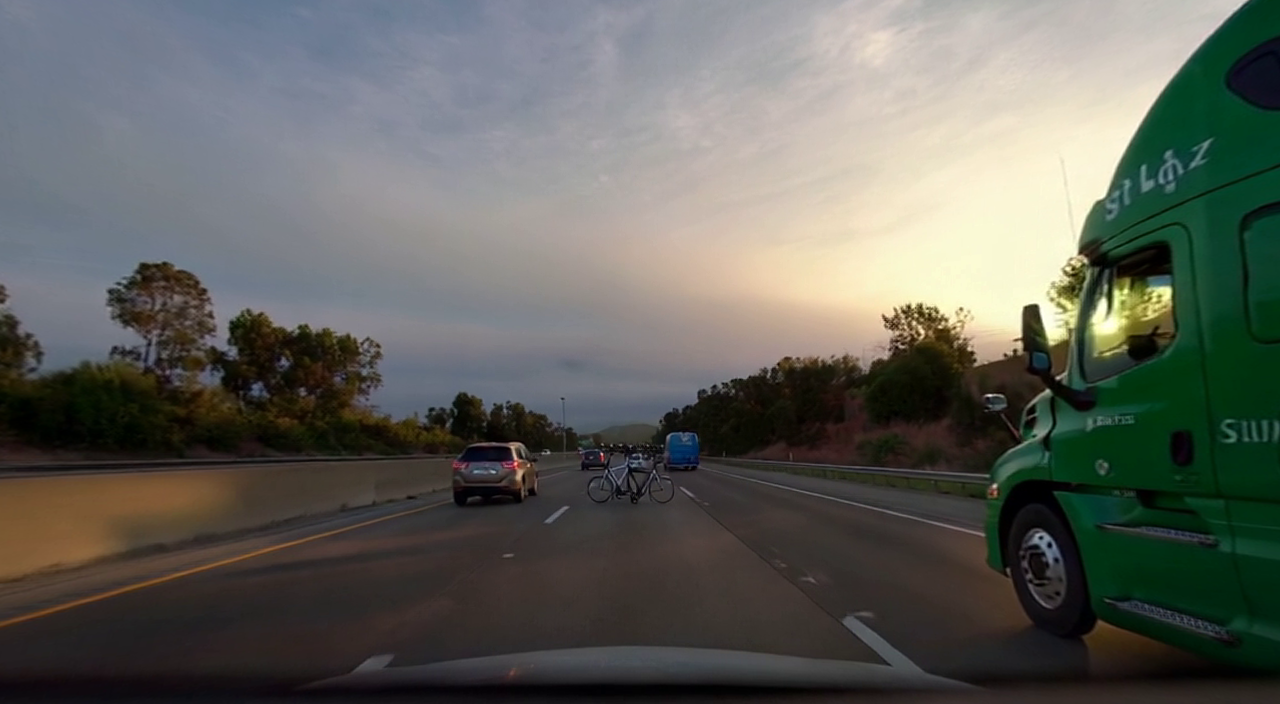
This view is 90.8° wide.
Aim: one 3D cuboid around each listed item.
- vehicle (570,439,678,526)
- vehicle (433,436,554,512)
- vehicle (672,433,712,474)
[{"bbox_3d":[-0.291,2.672,13.348,1.973,1.574,3.426,0,-9,0],"label":"vehicle"},{"bbox_3d":[-3.578,3.090,16.392,1.985,1.671,4.604,0,-9,0],"label":"vehicle"},{"bbox_3d":[3.513,7.034,43.745,2.234,2.679,5.372,0,-9,-1],"label":"vehicle"}]
